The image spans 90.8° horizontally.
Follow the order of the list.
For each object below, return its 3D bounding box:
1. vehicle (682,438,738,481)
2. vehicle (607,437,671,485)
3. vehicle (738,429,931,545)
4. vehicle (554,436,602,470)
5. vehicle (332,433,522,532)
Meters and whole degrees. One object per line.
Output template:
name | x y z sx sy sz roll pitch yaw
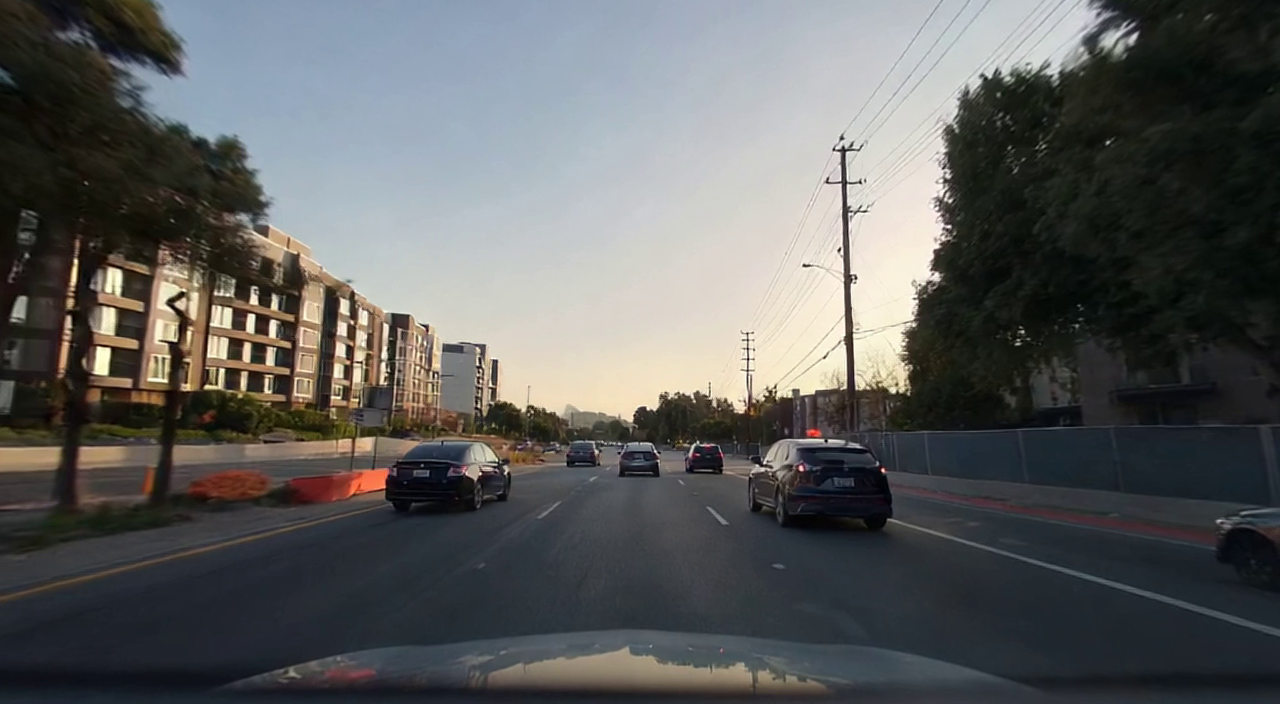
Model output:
vehicle | 3.143 4.900 29.127 2.029 1.797 4.218 0 -8 -1
vehicle | -0.020 4.235 24.950 2.291 1.714 4.217 0 -8 0
vehicle | 3.023 2.177 10.846 1.975 1.598 4.025 0 -8 -1
vehicle | -3.445 5.773 36.201 2.190 1.832 4.417 0 -8 1
vehicle | -3.625 2.282 11.708 1.968 1.473 4.209 0 -8 1
